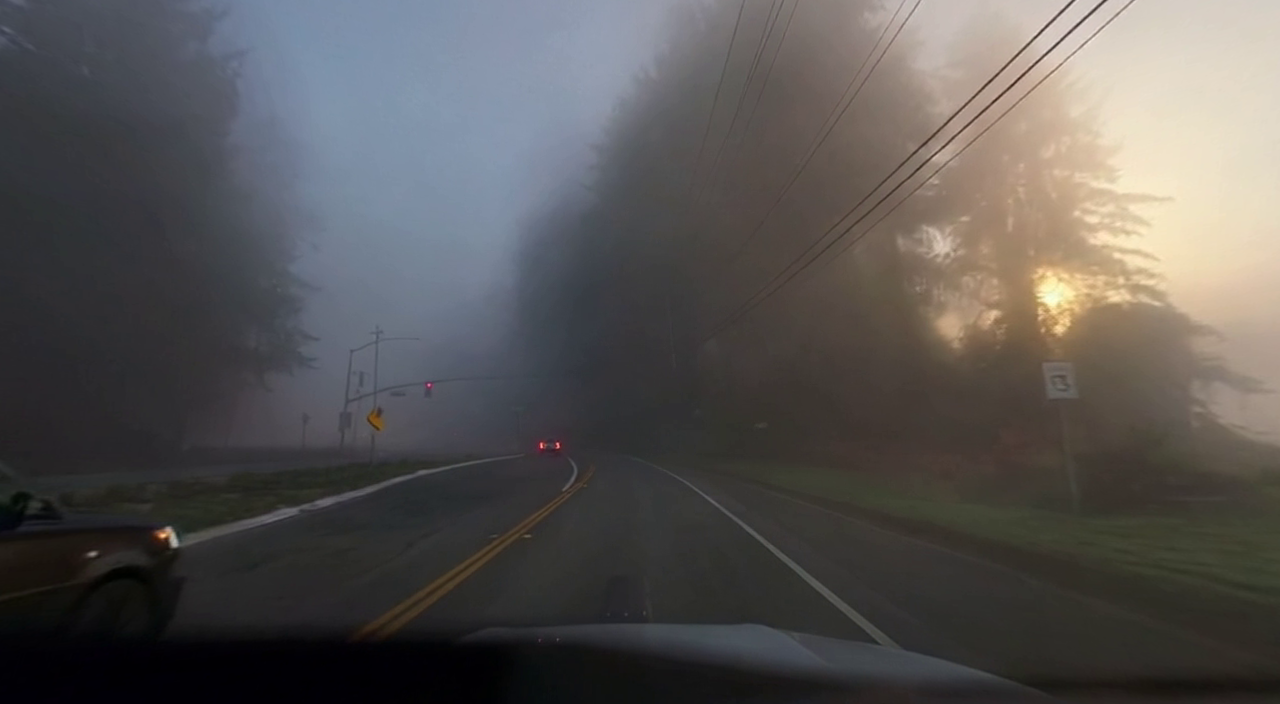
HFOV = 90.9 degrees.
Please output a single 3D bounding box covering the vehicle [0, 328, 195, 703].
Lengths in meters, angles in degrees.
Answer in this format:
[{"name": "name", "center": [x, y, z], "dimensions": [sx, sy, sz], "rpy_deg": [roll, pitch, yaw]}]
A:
[{"name": "vehicle", "center": [-3.822, 0.615, 1.380], "dimensions": [2.161, 1.796, 4.738], "rpy_deg": [0, -8, 1]}]
